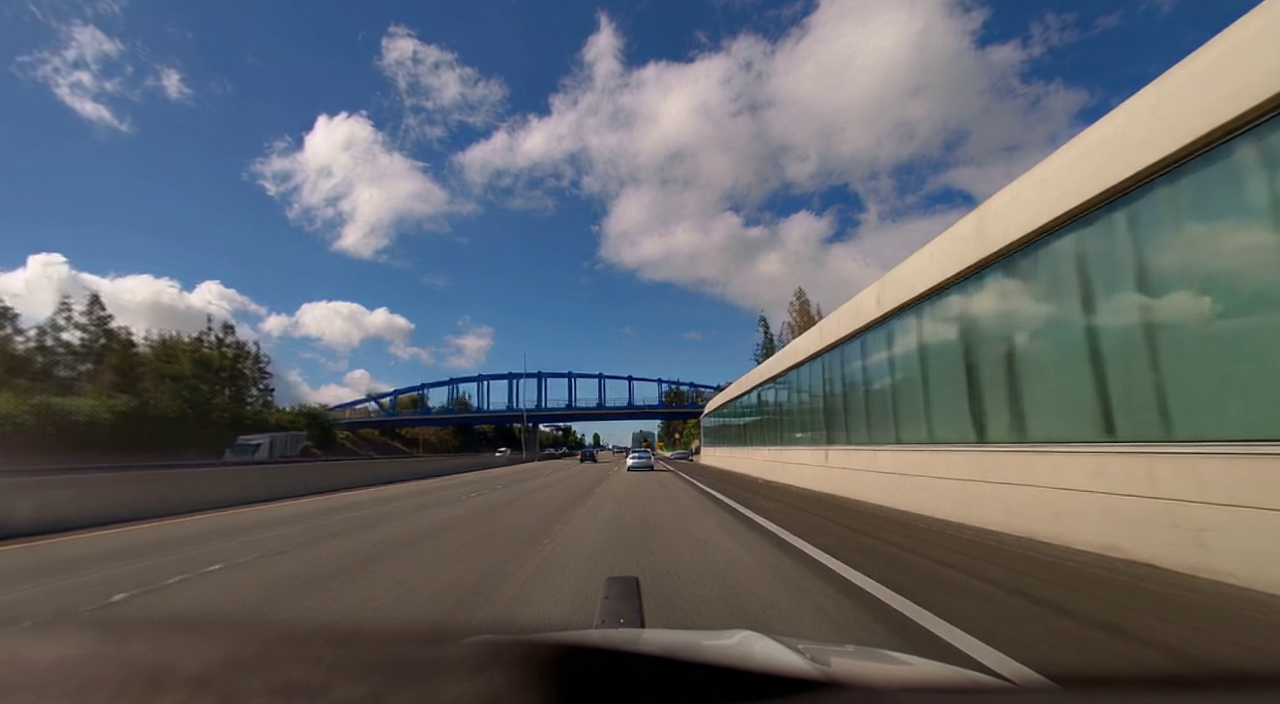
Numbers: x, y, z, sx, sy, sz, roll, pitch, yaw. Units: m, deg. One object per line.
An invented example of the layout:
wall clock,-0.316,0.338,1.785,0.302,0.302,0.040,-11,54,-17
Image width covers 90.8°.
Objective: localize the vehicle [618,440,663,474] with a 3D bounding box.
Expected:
vehicle,0.013,5.671,34.272,2.299,1.716,4.579,0,-9,-1
